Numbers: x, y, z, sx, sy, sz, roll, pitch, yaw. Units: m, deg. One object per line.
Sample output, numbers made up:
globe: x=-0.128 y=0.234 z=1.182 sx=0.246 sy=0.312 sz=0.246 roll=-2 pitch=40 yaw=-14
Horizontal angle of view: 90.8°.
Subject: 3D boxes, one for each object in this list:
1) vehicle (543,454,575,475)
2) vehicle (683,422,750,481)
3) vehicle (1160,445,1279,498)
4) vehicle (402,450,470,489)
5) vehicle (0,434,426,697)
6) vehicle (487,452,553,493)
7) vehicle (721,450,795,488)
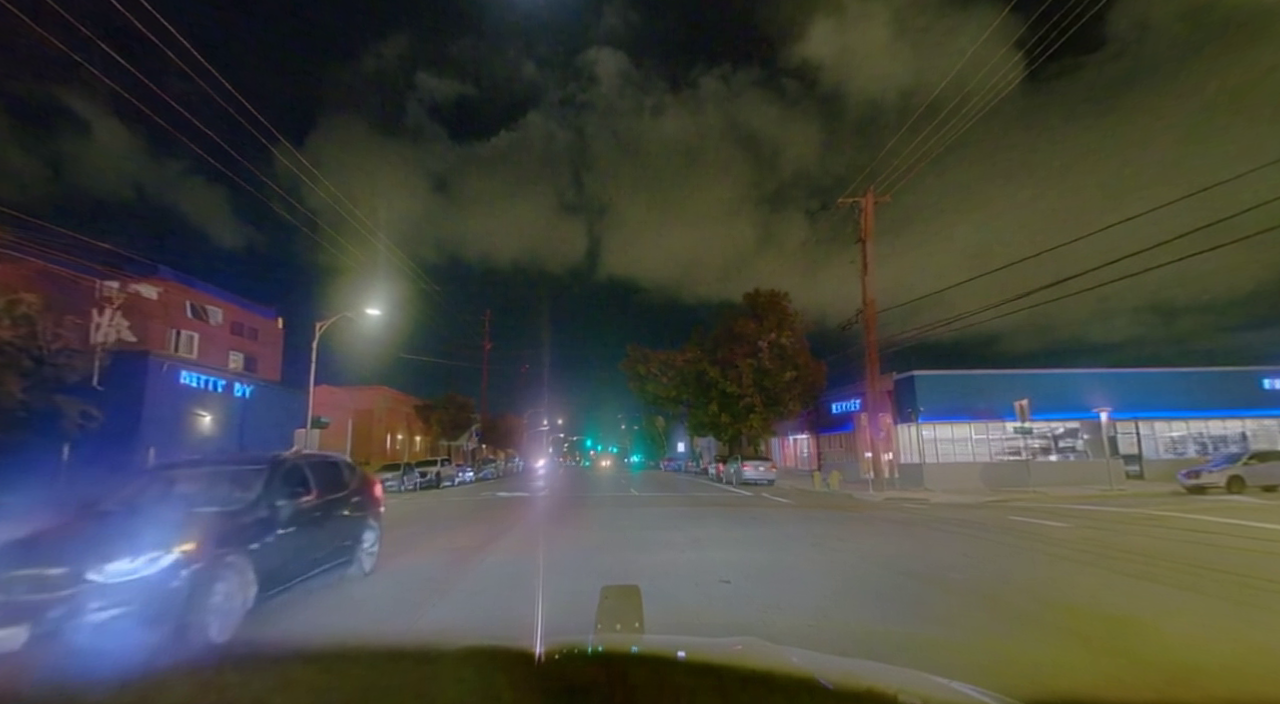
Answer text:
vehicle: x=-6.001 y=8.384 z=47.378 sx=1.845 sy=1.469 sz=4.413 roll=0 pitch=-9 yaw=-1
vehicle: x=4.450 y=6.065 z=38.583 sx=2.815 sy=3.203 sz=7.558 roll=0 pitch=-9 yaw=-2
vehicle: x=18.538 y=3.513 z=18.751 sx=4.368 sy=1.479 sz=1.985 roll=0 pitch=-9 yaw=1
vehicle: x=-11.003 y=6.329 z=34.456 sx=2.072 sy=1.818 sz=4.951 roll=-3 pitch=-9 yaw=0
vehicle: x=-3.617 y=1.558 z=5.800 sx=1.914 sy=1.506 sz=4.125 roll=0 pitch=-9 yaw=-1
vehicle: x=-4.816 y=4.893 z=26.005 sx=2.050 sy=1.505 sz=4.219 roll=0 pitch=-9 yaw=-3
vehicle: x=5.456 y=5.472 z=29.866 sx=1.963 sy=1.646 sz=4.204 roll=2 pitch=-9 yaw=-11
